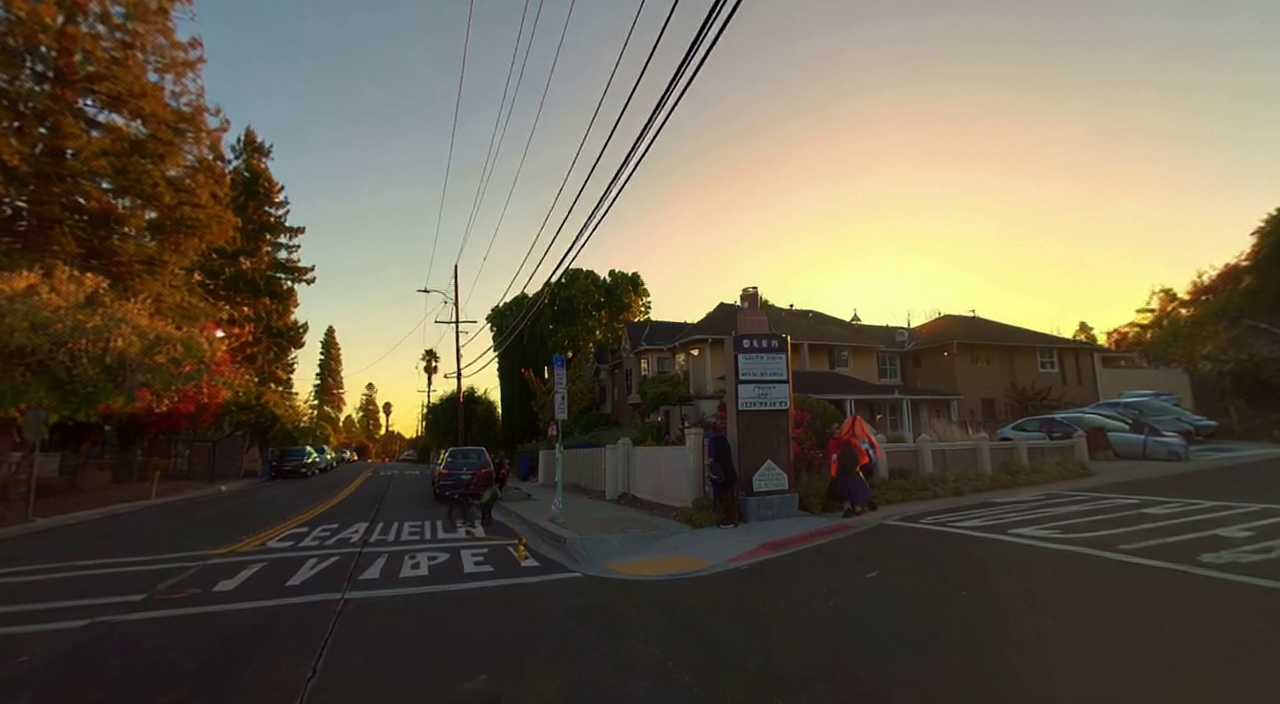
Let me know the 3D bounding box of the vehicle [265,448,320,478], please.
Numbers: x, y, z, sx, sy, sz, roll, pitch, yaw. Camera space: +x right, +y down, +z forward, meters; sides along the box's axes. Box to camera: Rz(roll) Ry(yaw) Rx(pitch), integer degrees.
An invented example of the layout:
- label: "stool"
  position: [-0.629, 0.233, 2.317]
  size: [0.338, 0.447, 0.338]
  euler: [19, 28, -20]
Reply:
- label: "vehicle"
  position: [-22.063, 7.017, 40.320]
  size: [2.203, 1.787, 4.704]
  euler: [3, -9, -19]
